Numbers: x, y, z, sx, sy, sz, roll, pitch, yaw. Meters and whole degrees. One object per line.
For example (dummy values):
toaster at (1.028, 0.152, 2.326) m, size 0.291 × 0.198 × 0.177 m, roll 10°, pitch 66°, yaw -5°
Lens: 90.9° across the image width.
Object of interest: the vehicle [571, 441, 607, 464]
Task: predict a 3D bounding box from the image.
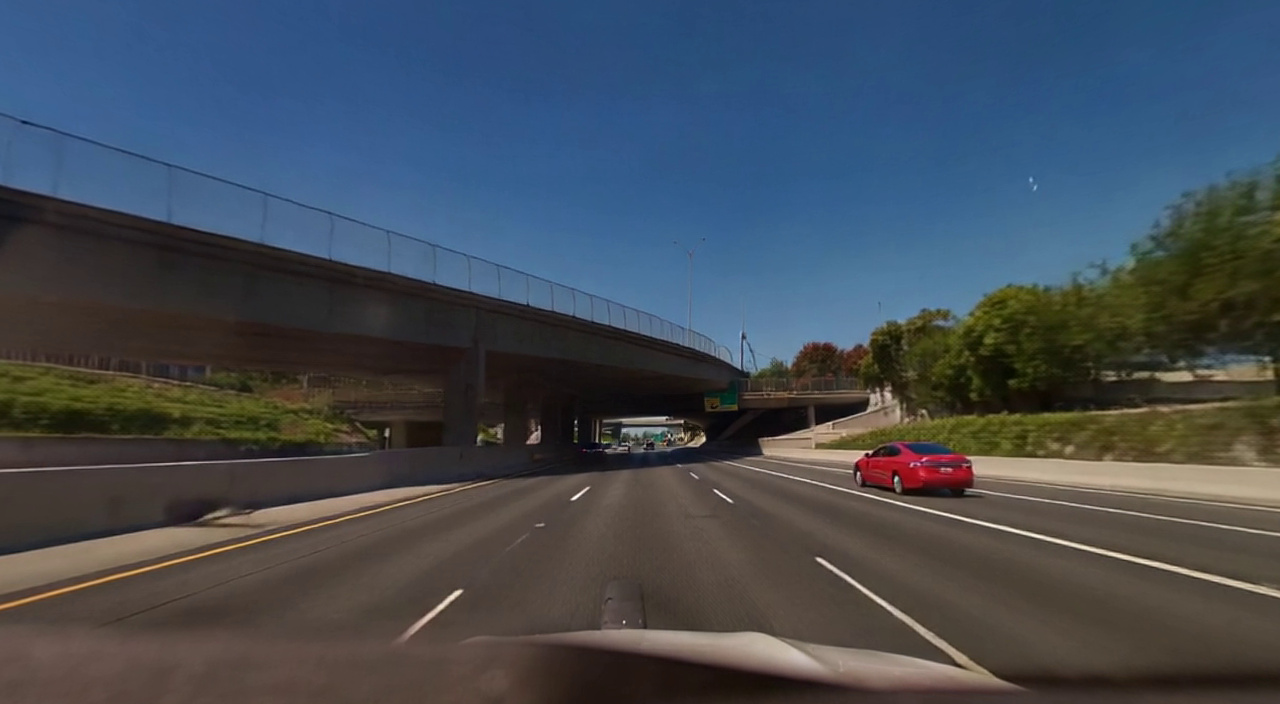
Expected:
vehicle at (-3.629, 7.258, 45.579) m, size 2.085 × 1.533 × 4.861 m, roll 0°, pitch -8°, yaw 1°

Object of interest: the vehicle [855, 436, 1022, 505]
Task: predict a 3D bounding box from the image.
vehicle at (7.157, 2.871, 15.792) m, size 1.914 × 1.465 × 4.574 m, roll 0°, pitch -8°, yaw 0°
